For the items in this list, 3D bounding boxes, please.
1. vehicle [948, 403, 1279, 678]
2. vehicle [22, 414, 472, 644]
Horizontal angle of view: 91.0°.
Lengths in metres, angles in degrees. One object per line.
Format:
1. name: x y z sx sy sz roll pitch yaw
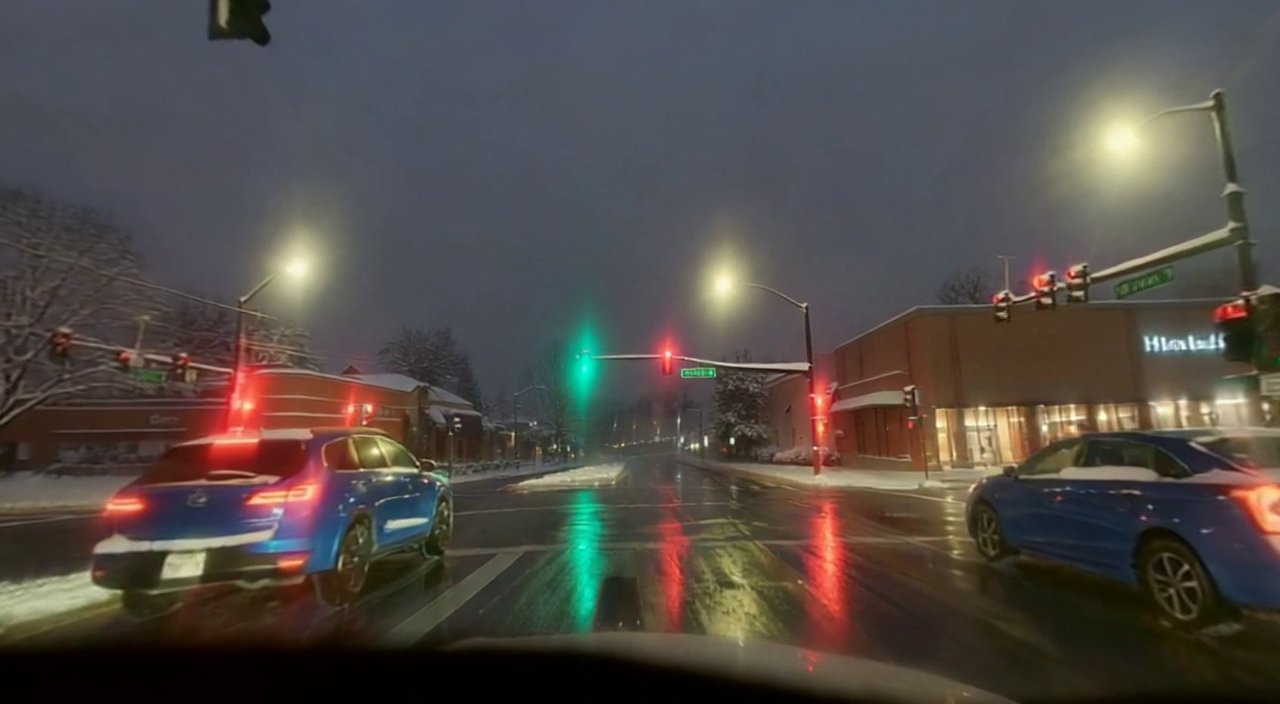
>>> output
1. vehicle: 4.937 1.433 5.692 2.039 1.655 4.495 0 -9 1
2. vehicle: -3.404 1.587 6.705 1.947 1.627 4.248 0 -9 1
